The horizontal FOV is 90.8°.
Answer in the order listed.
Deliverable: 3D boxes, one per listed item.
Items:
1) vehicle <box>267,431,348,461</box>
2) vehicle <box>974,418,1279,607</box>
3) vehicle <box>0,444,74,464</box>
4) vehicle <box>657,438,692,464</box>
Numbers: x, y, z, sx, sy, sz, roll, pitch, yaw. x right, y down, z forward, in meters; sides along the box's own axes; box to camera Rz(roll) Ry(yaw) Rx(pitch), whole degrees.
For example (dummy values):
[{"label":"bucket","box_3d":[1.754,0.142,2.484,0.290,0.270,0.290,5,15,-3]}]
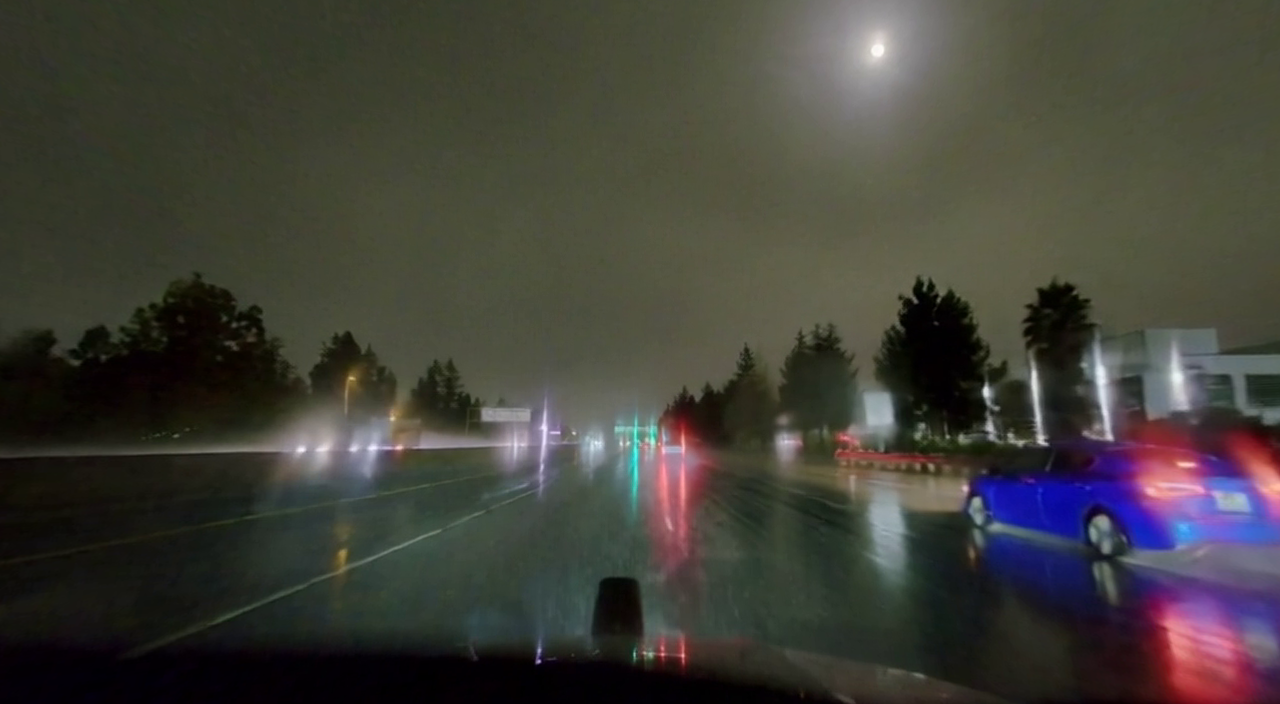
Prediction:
[{"label":"vehicle","box_3d":[-18.445,5.251,35.326,1.969,1.537,4.574,0,-9,1]},{"label":"vehicle","box_3d":[6.219,1.651,7.457,2.029,1.528,4.644,0,-9,0]},{"label":"vehicle","box_3d":[-46.898,7.820,48.632,1.897,1.465,4.751,-1,-9,5]},{"label":"vehicle","box_3d":[2.380,6.909,44.214,2.127,1.692,4.382,0,-9,-1]}]
